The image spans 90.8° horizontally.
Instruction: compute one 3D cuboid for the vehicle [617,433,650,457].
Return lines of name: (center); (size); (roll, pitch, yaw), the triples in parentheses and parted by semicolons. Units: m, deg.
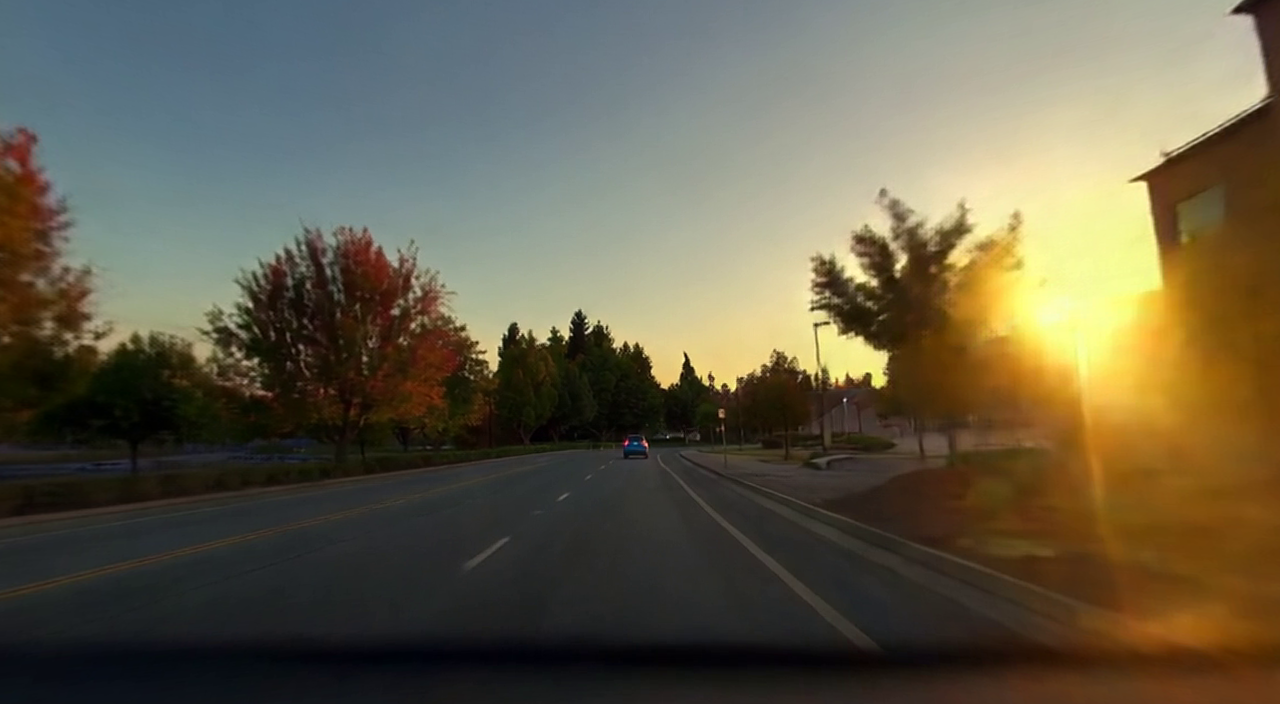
vehicle: (-0.450, 7.265, 49.125); (2.370, 1.781, 4.440); (0, -9, 2)
